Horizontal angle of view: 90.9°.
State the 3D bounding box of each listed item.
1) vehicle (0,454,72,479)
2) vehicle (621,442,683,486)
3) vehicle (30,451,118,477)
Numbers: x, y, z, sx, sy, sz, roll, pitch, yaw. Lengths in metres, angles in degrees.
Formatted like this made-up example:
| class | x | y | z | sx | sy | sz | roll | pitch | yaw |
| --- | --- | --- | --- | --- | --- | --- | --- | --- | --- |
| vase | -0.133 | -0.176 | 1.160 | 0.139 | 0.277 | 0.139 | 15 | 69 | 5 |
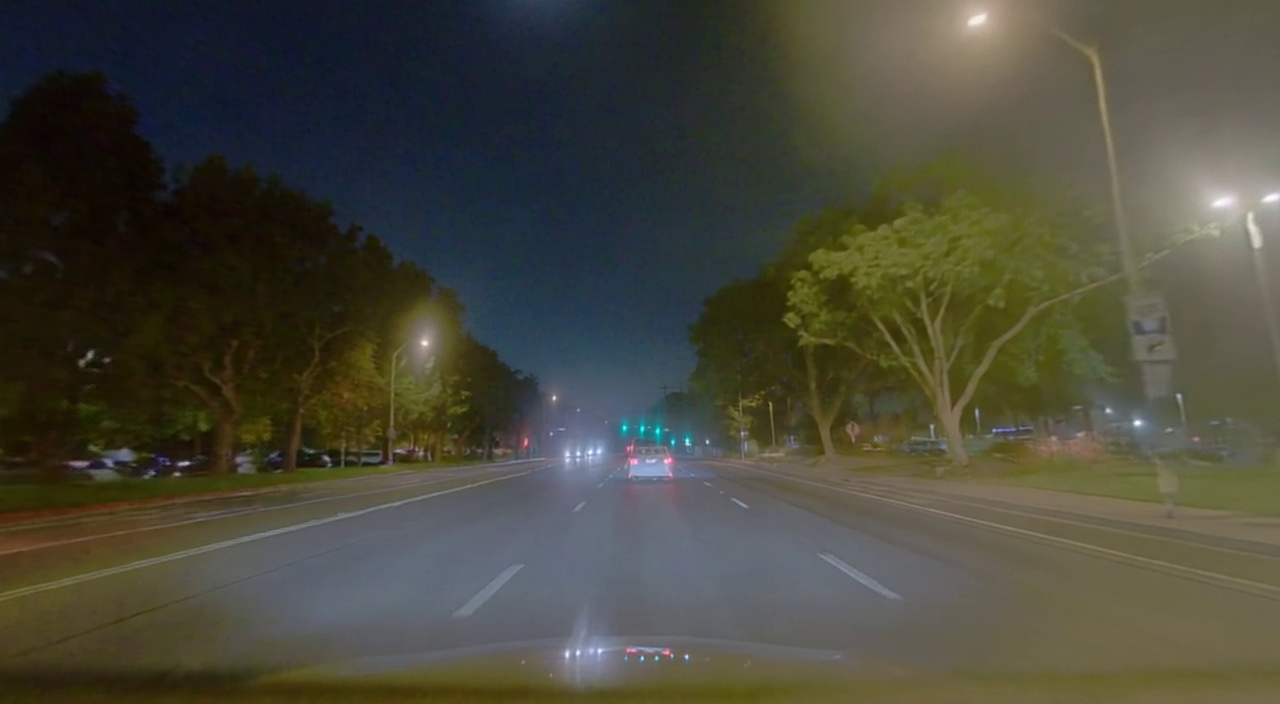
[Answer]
| class | x | y | z | sx | sy | sz | roll | pitch | yaw |
| --- | --- | --- | --- | --- | --- | --- | --- | --- | --- |
| vehicle | -43.029 | 8.050 | 44.482 | 4.057 | 1.666 | 1.849 | 0 | -8 | 1 |
| vehicle | 0.380 | 4.047 | 23.184 | 2.093 | 1.442 | 3.977 | 0 | -8 | -1 |
| vehicle | -42.340 | 8.379 | 47.254 | 4.467 | 1.834 | 2.087 | 0 | -8 | -1 |
